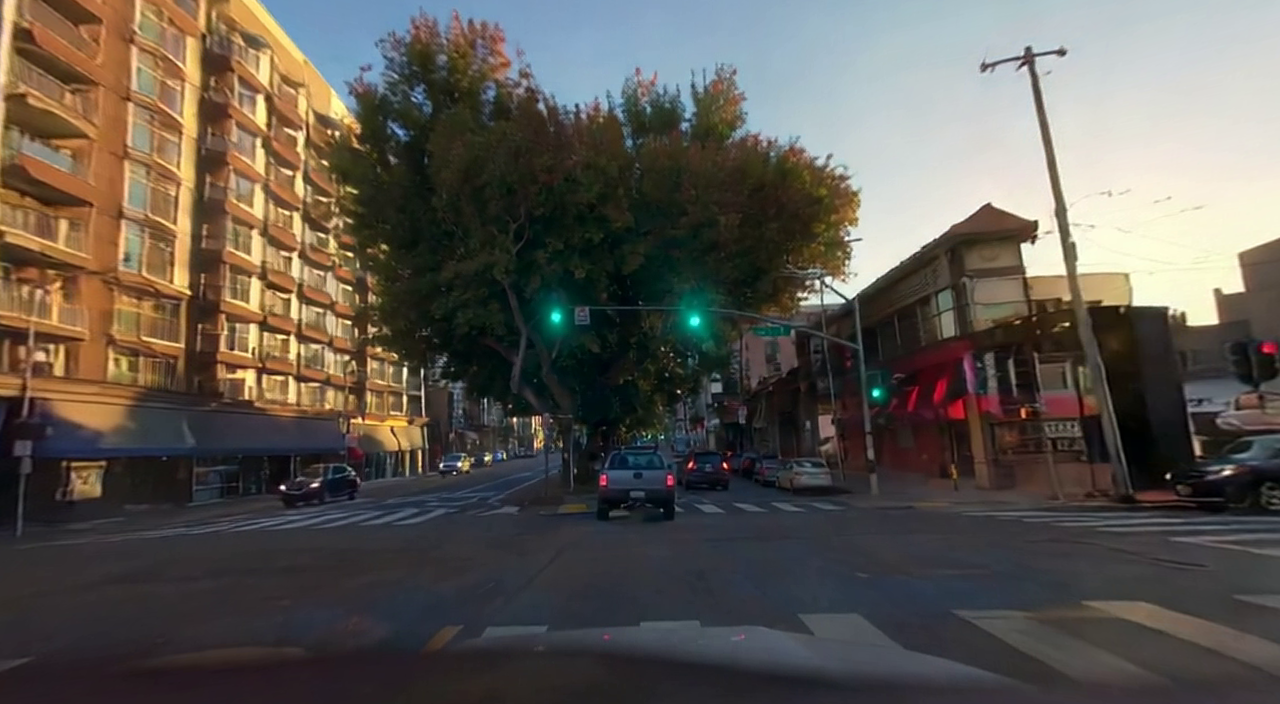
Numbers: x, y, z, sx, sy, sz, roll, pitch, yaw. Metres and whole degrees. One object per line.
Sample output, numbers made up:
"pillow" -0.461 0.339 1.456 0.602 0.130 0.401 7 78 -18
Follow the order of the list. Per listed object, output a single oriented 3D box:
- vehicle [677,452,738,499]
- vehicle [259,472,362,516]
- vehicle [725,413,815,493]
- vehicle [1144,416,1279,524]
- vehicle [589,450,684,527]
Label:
"vehicle" 2.726 5.127 26.553 1.939 1.746 4.091 0 -9 -2
"vehicle" -14.248 6.138 27.653 2.043 1.526 4.617 0 -9 -1
"vehicle" 6.087 4.870 30.732 2.803 3.401 6.688 0 -9 -1
"vehicle" 13.839 2.343 12.757 5.156 2.005 2.122 -1 -9 6
"vehicle" -0.079 3.512 16.864 2.209 1.748 4.130 0 -9 0
